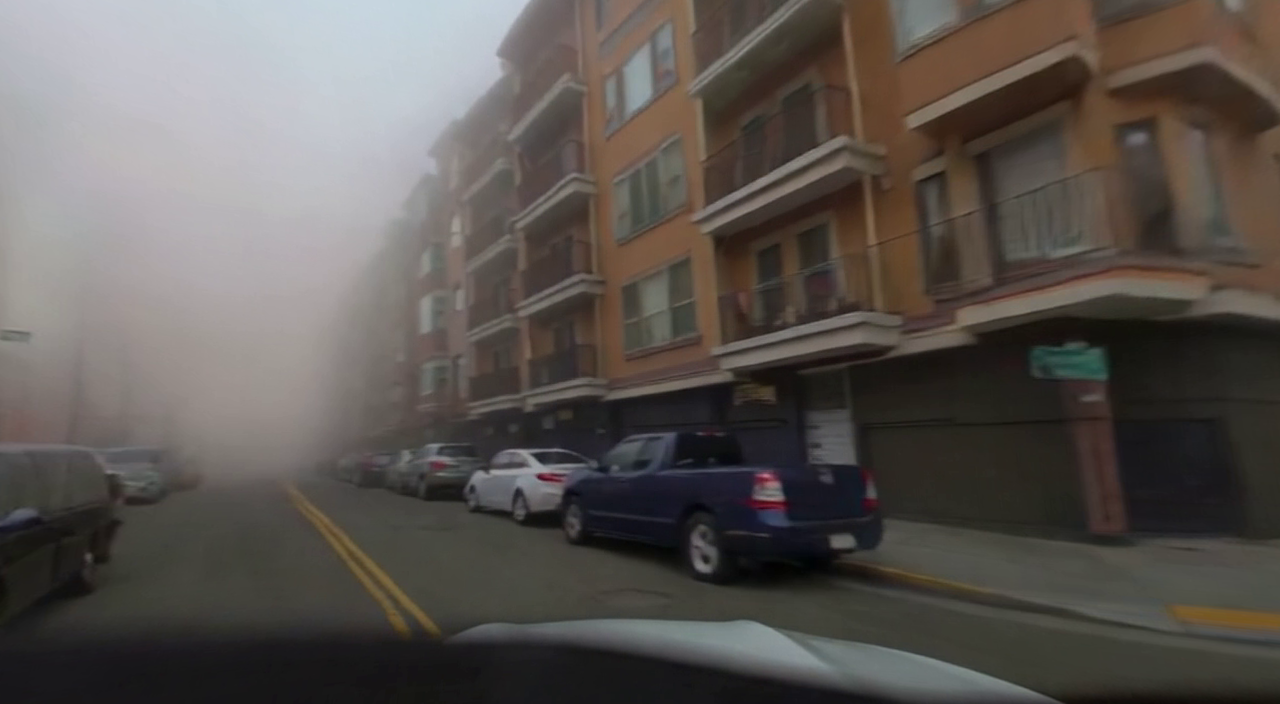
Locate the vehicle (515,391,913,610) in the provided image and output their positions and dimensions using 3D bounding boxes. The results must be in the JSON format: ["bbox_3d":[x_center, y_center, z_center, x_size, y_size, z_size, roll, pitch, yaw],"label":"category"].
[{"bbox_3d":[0.394,1.447,7.297,2.025,1.631,4.679,5,-9,-32],"label":"vehicle"}]

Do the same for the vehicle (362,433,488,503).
[{"bbox_3d":[-5.965,3.028,17.122,1.968,1.595,4.543,5,-9,-35],"label":"vehicle"}]
